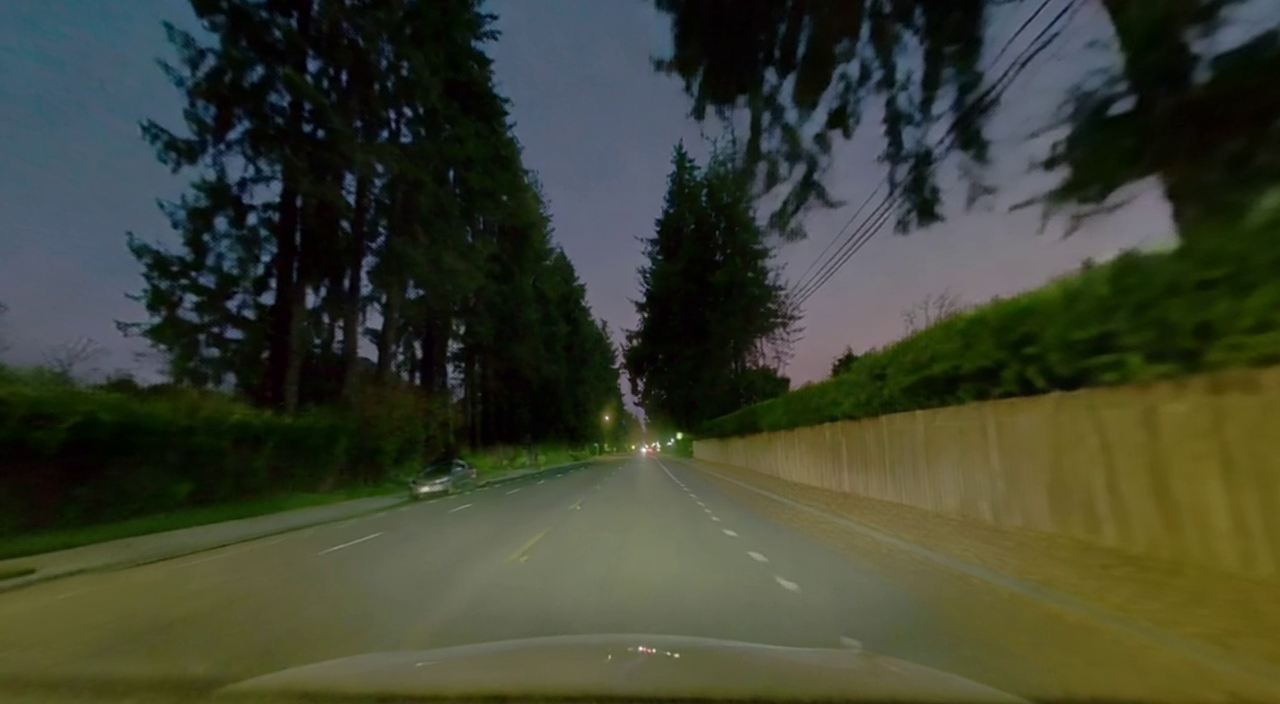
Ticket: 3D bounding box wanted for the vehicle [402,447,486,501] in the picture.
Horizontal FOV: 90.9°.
[{"bbox_3d":[-7.667,4.753,24.983,1.945,1.760,4.021,-3,-8,2],"label":"vehicle"}]
